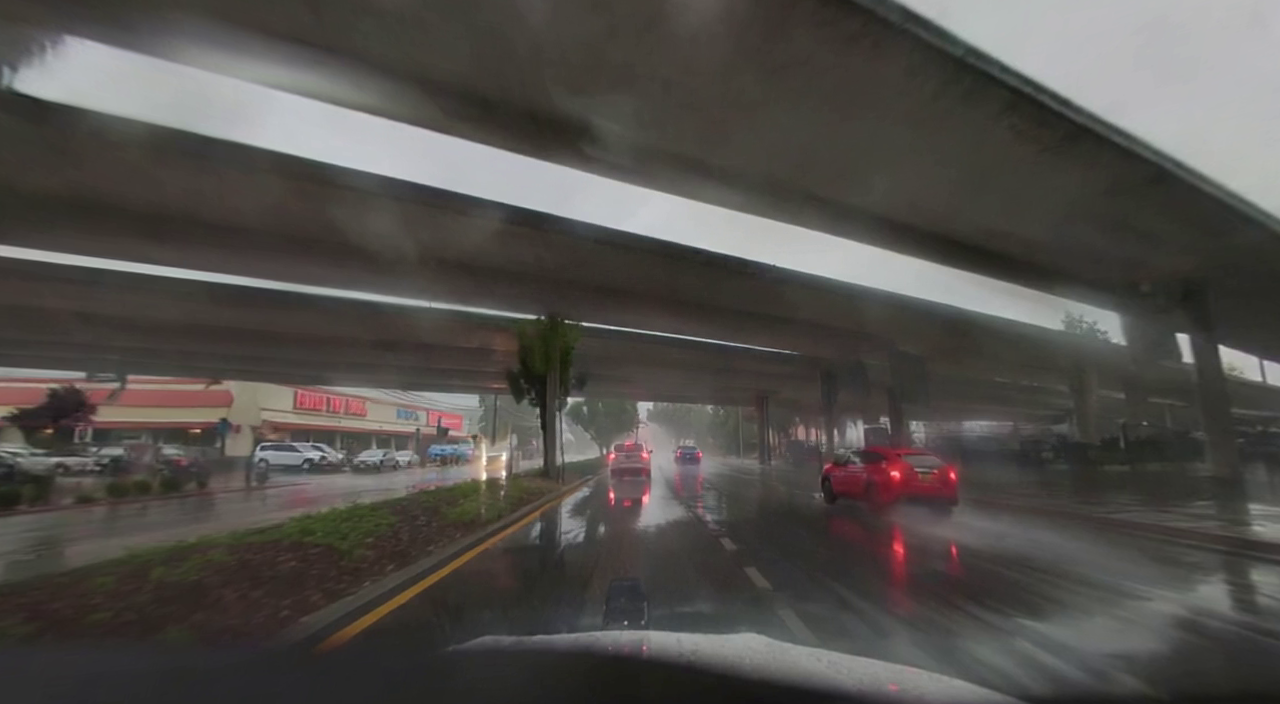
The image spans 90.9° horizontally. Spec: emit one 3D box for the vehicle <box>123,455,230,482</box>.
[{"bbox_3d":[-26.850,6.760,36.686,4.582,1.429,1.962,3,-9,-21],"label":"vehicle"}]

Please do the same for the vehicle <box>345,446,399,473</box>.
[{"bbox_3d":[-19.524,7.809,46.125,1.989,1.820,4.427,0,-9,-1],"label":"vehicle"}]

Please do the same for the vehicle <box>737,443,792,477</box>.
[{"bbox_3d":[6.584,5.747,33.808,1.974,1.663,4.299,0,-8,-1],"label":"vehicle"}]

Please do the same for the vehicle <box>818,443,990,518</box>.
[{"bbox_3d":[5.968,2.928,14.984,1.954,1.479,4.557,0,-8,-3],"label":"vehicle"}]

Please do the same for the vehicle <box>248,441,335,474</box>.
[{"bbox_3d":[-25.207,7.645,46.063,2.510,2.180,7.492,0,-8,-4],"label":"vehicle"}]

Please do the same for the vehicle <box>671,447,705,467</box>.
[{"bbox_3d":[3.534,7.806,47.095,2.126,1.375,4.241,0,-8,-1],"label":"vehicle"}]

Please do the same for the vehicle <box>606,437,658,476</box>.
[{"bbox_3d":[-0.359,5.257,32.041,2.441,1.813,4.581,0,-8,1],"label":"vehicle"}]
